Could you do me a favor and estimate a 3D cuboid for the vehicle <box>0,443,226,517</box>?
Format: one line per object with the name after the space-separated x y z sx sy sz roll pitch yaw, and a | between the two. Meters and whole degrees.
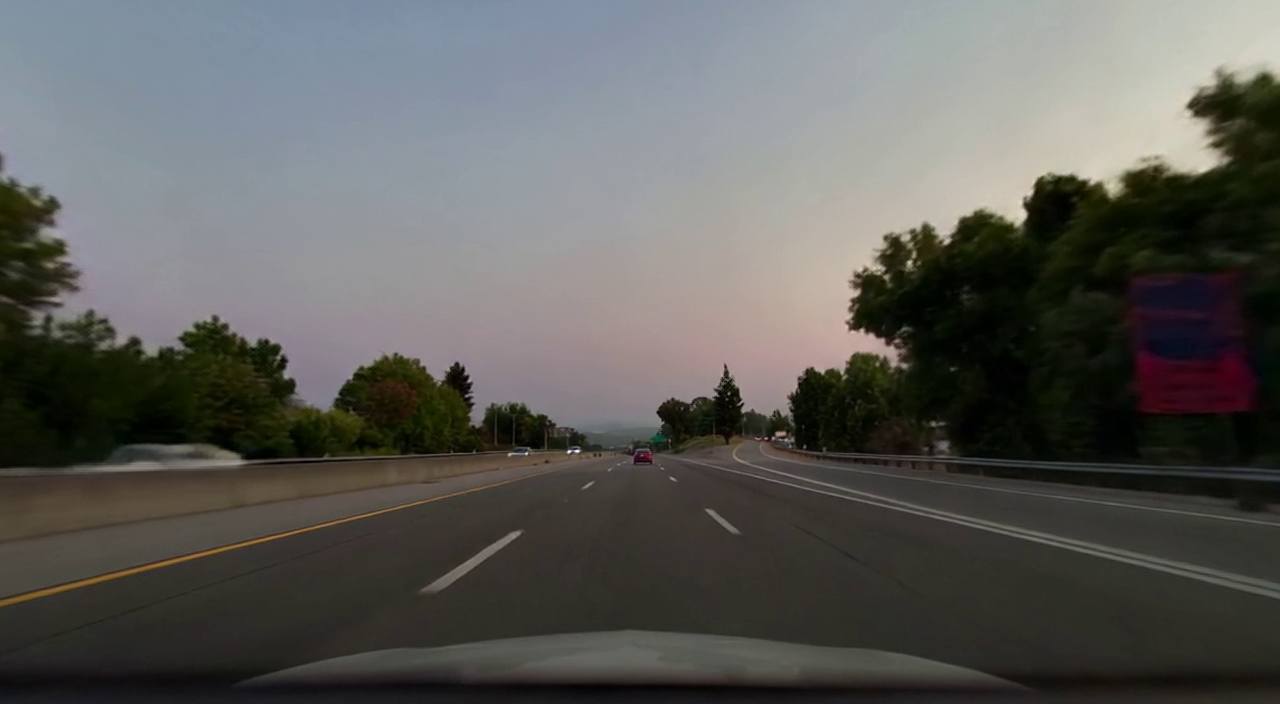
-12.596 3.031 15.438 1.898 1.514 4.398 0 -9 0 | vehicle

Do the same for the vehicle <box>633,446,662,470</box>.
0.521 7.945 47.254 2.087 1.682 4.388 0 -9 0 | vehicle
